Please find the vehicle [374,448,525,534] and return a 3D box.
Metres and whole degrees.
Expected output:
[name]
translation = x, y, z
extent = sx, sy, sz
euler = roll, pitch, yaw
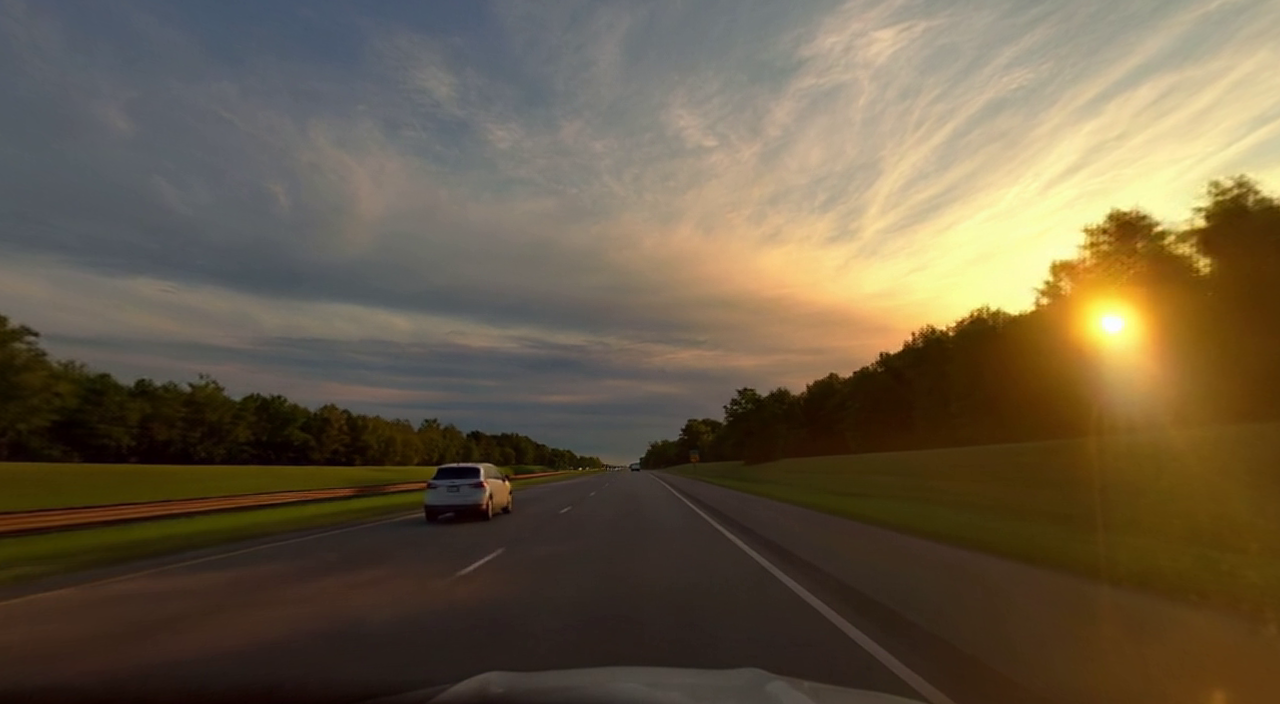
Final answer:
[vehicle]
translation = -4.087, 3.095, 14.501
extent = 1.928, 1.593, 4.871
euler = 1, -10, 0
